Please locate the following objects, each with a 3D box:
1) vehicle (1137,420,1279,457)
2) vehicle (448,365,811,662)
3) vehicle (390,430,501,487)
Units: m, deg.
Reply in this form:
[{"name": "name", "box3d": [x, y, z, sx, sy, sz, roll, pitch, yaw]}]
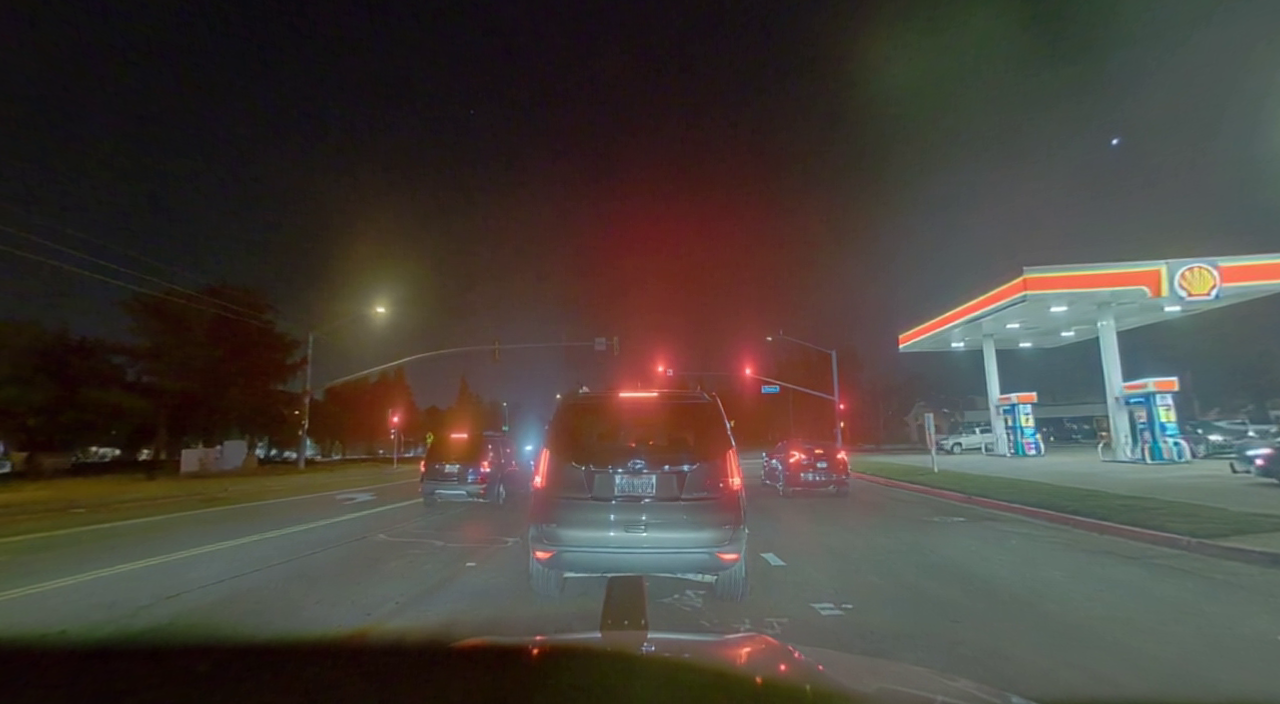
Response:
[{"name": "vehicle", "box3d": [25.947, 3.968, 28.777, 4.551, 1.616, 1.973, -2, -9, 11]}, {"name": "vehicle", "box3d": [0.016, 1.316, 6.132, 2.236, 1.819, 4.291, -1, -9, 3]}, {"name": "vehicle", "box3d": [-6.641, 3.709, 22.179, 2.065, 1.753, 4.525, -1, -9, 6]}]
